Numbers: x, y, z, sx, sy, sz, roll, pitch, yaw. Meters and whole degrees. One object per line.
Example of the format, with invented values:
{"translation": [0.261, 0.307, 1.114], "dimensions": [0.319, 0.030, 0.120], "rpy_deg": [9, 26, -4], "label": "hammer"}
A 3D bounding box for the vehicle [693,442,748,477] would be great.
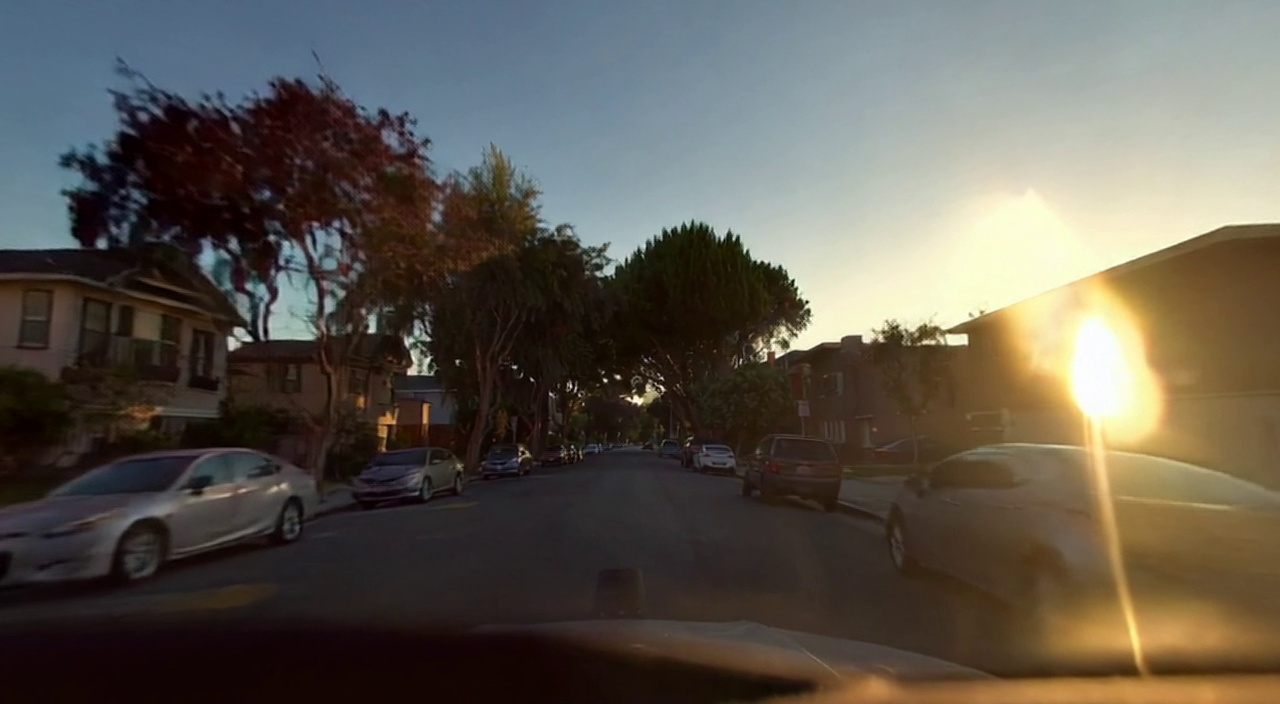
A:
{"translation": [3.658, 4.981, 29.570], "dimensions": [1.968, 1.505, 4.368], "rpy_deg": [0, -9, 0], "label": "vehicle"}

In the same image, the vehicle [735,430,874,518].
{"translation": [3.479, 2.667, 14.336], "dimensions": [1.950, 1.647, 4.425], "rpy_deg": [0, -9, 0], "label": "vehicle"}

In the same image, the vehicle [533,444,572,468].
{"translation": [-5.831, 6.950, 42.518], "dimensions": [1.998, 1.485, 4.476], "rpy_deg": [0, -9, 0], "label": "vehicle"}

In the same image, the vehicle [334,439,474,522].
{"translation": [-5.893, 3.183, 16.396], "dimensions": [1.901, 1.475, 4.425], "rpy_deg": [-5, -5, 0], "label": "vehicle"}

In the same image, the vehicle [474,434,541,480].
{"translation": [-5.984, 4.813, 29.038], "dimensions": [2.106, 1.760, 4.573], "rpy_deg": [-4, -9, -2], "label": "vehicle"}

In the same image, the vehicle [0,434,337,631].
{"translation": [-5.772, 1.859, 7.657], "dimensions": [1.947, 1.551, 4.552], "rpy_deg": [-4, -7, 1], "label": "vehicle"}

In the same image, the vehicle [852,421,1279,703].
{"translation": [3.485, 1.388, 5.065], "dimensions": [1.881, 1.482, 4.531], "rpy_deg": [0, -9, -2], "label": "vehicle"}
